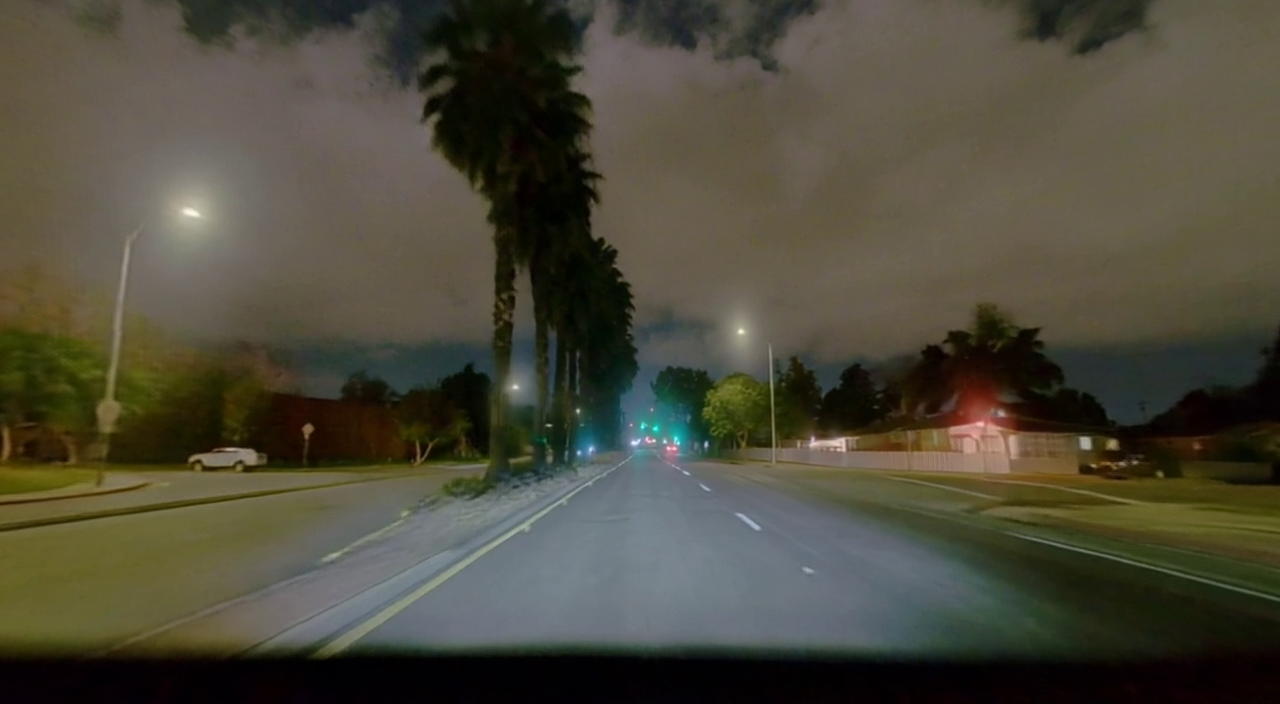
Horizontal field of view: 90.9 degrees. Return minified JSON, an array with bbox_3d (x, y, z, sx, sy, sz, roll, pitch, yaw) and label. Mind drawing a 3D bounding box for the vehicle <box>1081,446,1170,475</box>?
[{"bbox_3d":[28.148,6.271,36.754,1.900,1.503,4.553,-1,-8,6],"label":"vehicle"}]
